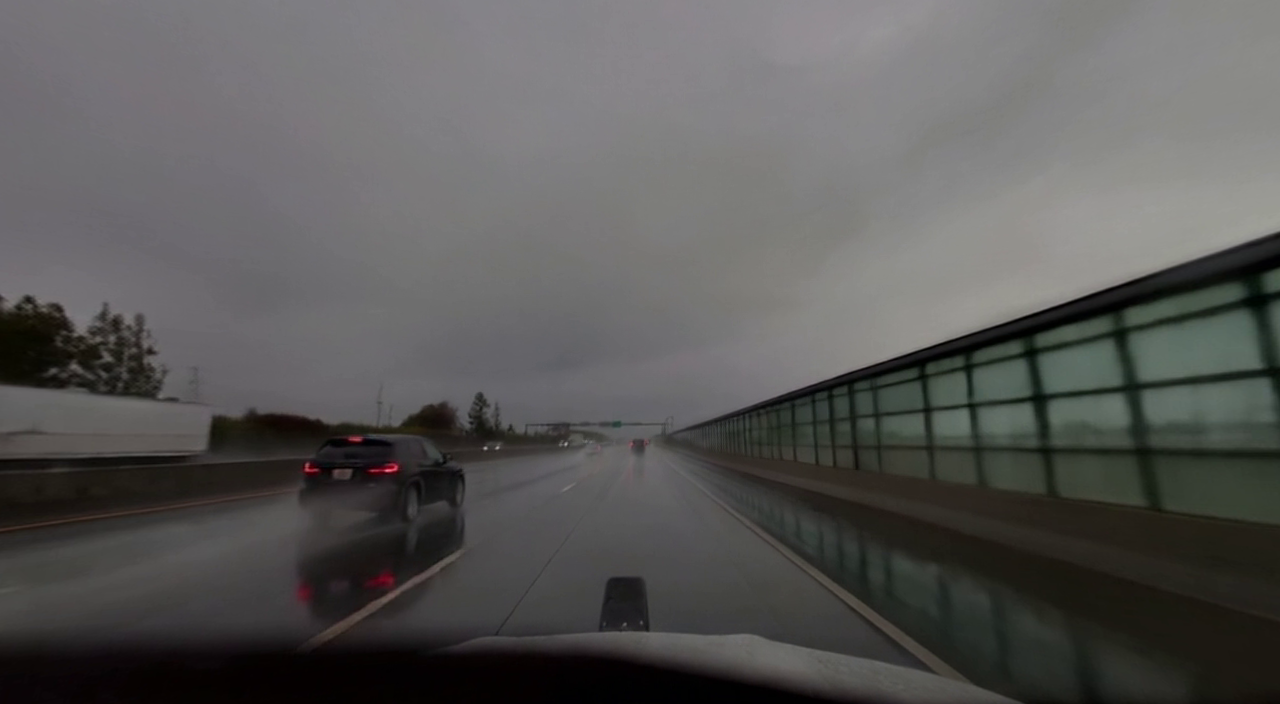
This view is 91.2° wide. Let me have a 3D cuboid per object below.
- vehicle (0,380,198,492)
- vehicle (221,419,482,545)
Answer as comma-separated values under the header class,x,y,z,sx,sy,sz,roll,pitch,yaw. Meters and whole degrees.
class,x,y,z,sx,sy,sz,roll,pitch,yaw
vehicle,-24.669,3.499,25.768,2.898,4.038,13.949,0,-8,0
vehicle,-4.113,1.926,9.959,2.059,1.541,4.296,0,-8,0
